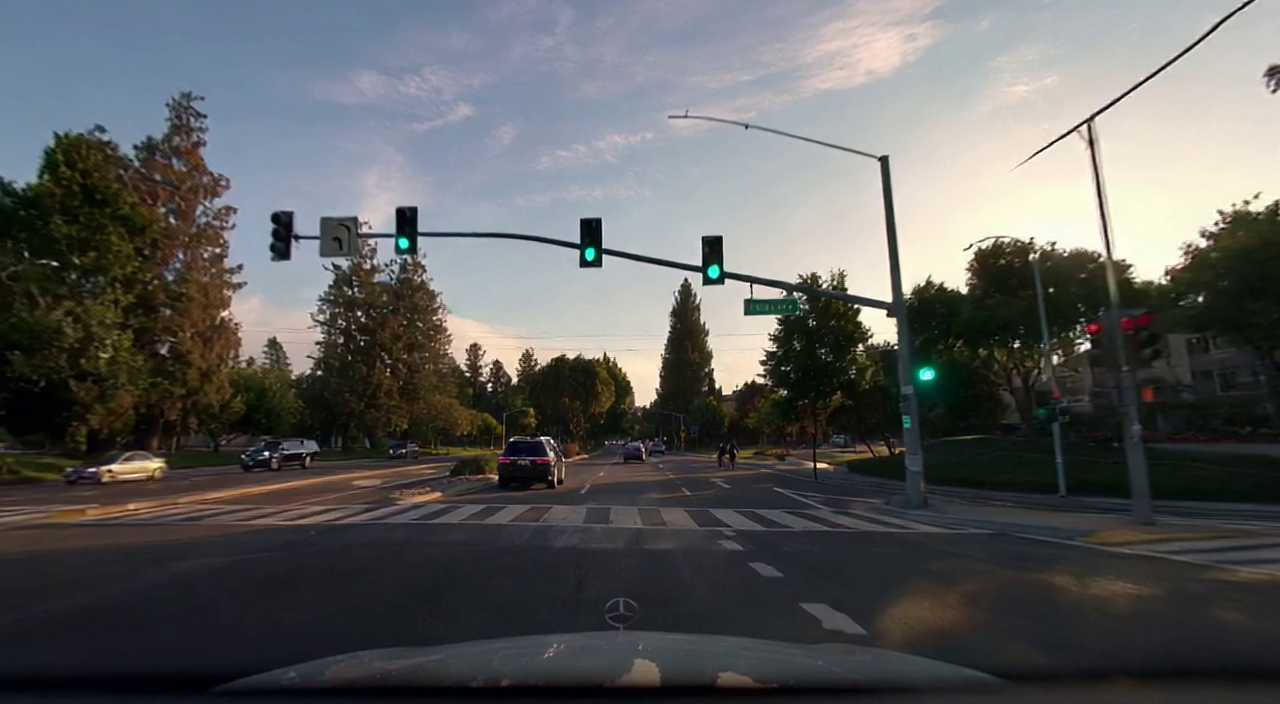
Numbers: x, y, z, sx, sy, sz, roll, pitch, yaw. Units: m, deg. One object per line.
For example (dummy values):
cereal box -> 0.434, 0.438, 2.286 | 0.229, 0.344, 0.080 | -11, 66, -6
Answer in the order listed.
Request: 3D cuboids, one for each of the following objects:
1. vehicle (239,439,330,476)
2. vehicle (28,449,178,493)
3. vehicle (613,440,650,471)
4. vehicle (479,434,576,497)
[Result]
vehicle -> -19.571, 5.806, 35.089 | 2.090, 1.868, 4.941 | 0, -9, 0
vehicle -> -19.805, 4.370, 23.610 | 1.741, 1.434, 4.383 | 0, -9, 0
vehicle -> -0.522, 6.254, 38.284 | 2.077, 1.773, 4.257 | 0, -9, -1
vehicle -> -3.333, 3.472, 19.648 | 2.174, 1.703, 4.231 | 0, -9, 1
